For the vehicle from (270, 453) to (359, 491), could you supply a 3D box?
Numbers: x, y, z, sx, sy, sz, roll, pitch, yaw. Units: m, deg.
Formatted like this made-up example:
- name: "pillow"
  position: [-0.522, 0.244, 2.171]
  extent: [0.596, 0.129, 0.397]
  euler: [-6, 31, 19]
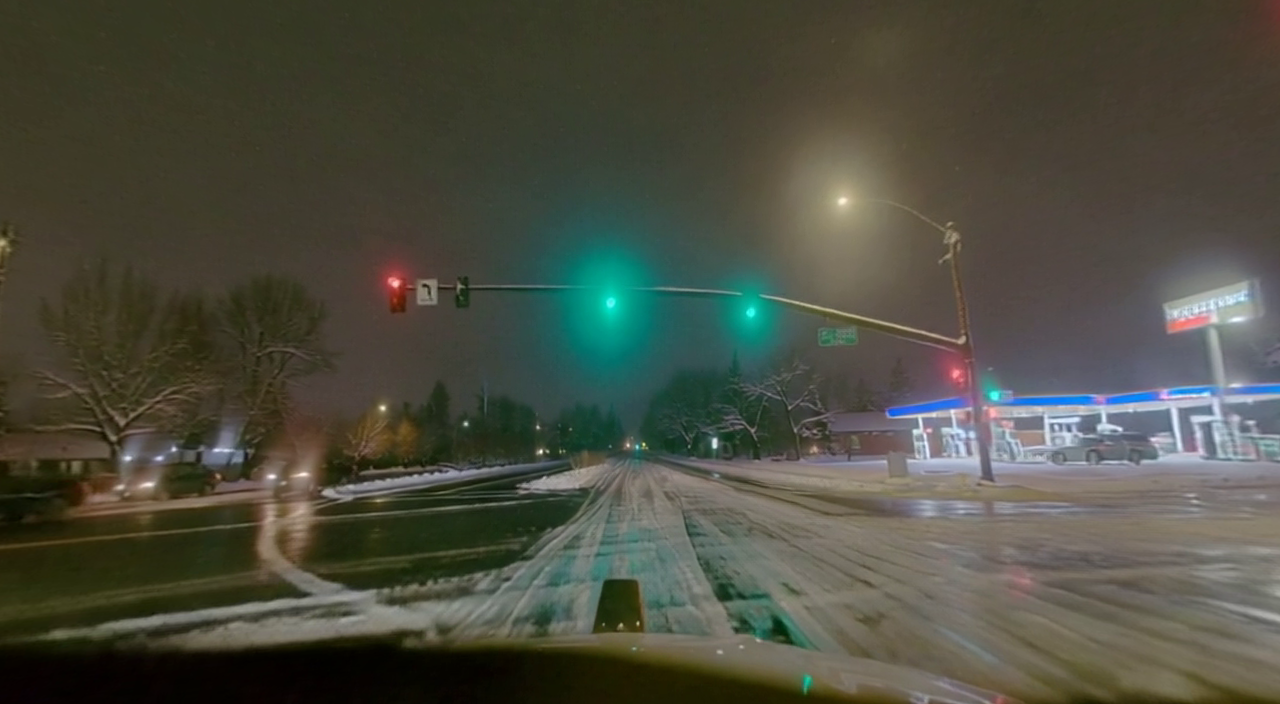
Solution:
- name: "vehicle"
  position: [-15.410, 5.664, 30.183]
  extent: [2.053, 1.598, 4.336]
  euler: [0, -9, -2]

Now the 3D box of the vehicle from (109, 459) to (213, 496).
- name: "vehicle"
  position: [-24.956, 6.547, 33.178]
  extent: [2.098, 1.684, 4.388]
  euler: [0, -9, -2]
